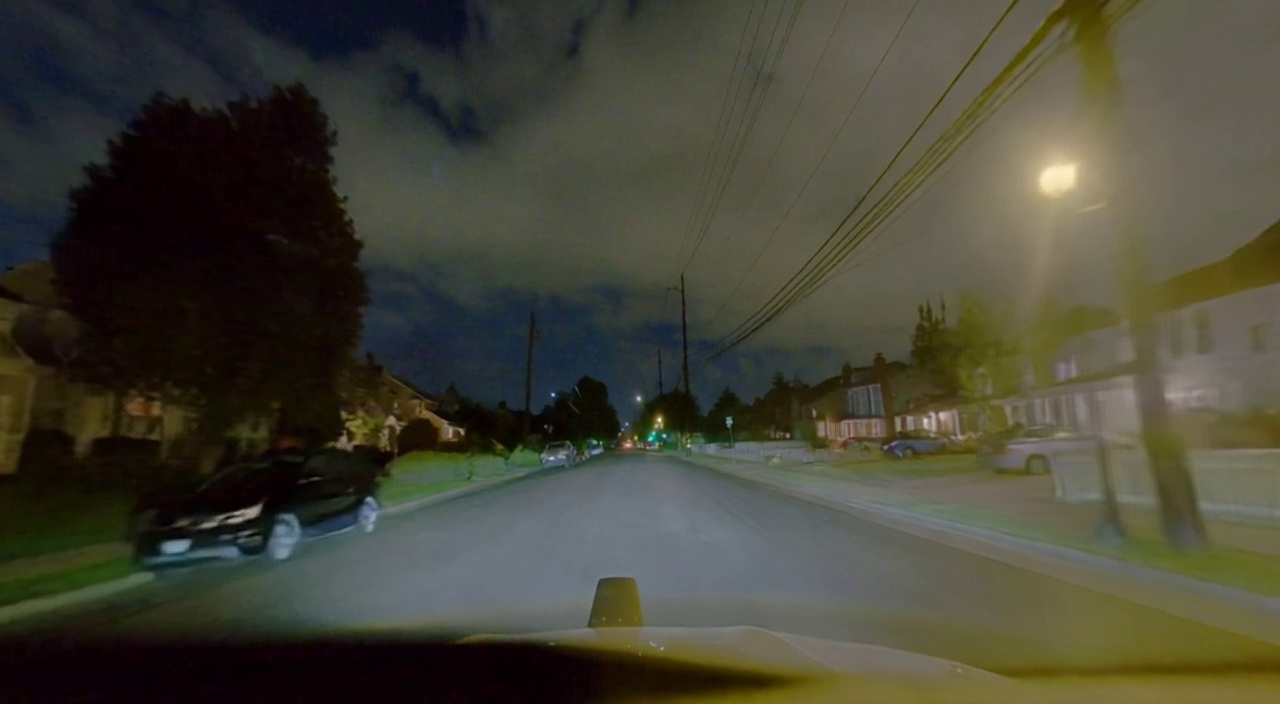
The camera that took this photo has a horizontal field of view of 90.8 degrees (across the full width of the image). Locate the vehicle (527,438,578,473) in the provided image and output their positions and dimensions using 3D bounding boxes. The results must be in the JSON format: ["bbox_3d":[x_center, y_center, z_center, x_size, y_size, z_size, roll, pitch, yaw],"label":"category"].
[{"bbox_3d":[-5.753,6.899,42.336,2.411,1.979,5.915,-5,-8,-1],"label":"vehicle"}]

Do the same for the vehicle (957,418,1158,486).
[{"bbox_3d":[11.827,2.865,18.204,4.226,1.679,1.983,-3,-8,7],"label":"vehicle"}]

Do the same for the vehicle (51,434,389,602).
[{"bbox_3d":[-5.420,2.083,9.023,1.970,1.666,4.223,-3,-7,0],"label":"vehicle"}]
